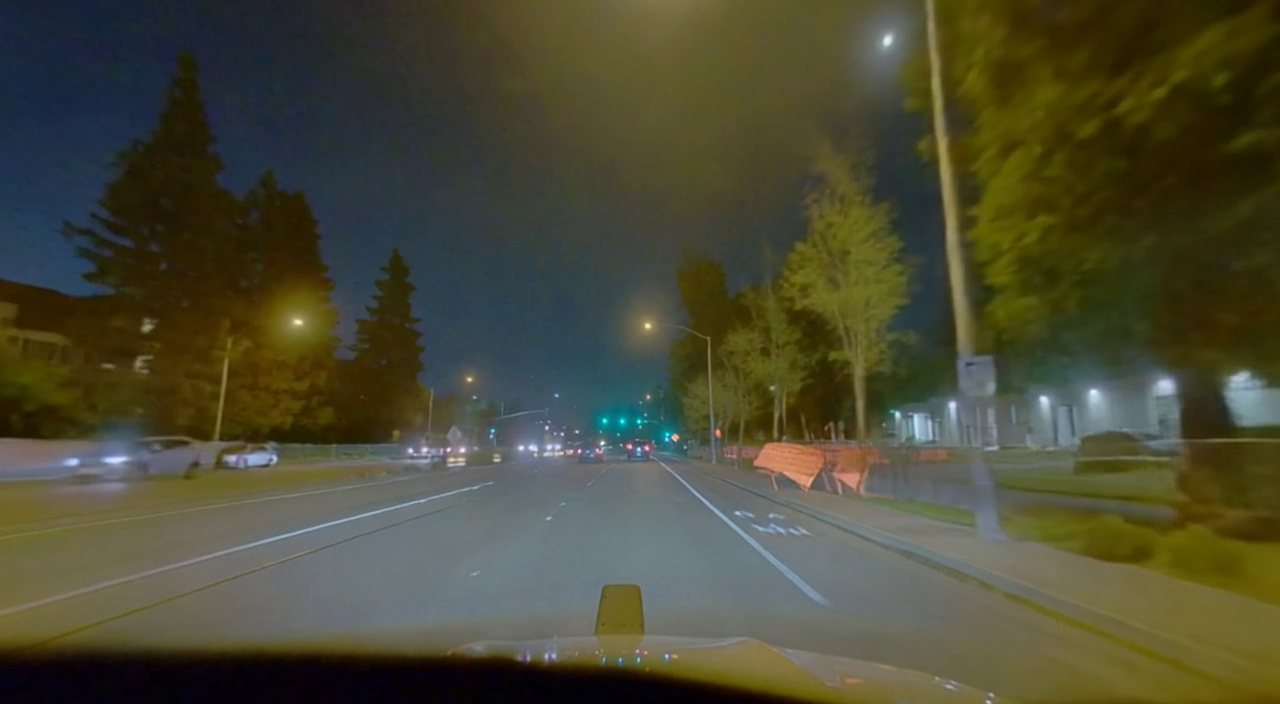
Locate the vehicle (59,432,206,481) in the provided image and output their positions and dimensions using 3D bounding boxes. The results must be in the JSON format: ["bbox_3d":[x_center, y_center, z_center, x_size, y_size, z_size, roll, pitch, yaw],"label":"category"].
[{"bbox_3d":[-20.791,4.286,26.152,2.046,1.823,4.753,0,-9,1],"label":"vehicle"}]

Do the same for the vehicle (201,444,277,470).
[{"bbox_3d":[-24.746,6.489,39.058,1.834,1.502,4.346,0,-9,0],"label":"vehicle"}]

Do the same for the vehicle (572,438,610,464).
[{"bbox_3d":[-3.317,6.873,43.689,2.198,1.663,4.519,0,-8,1],"label":"vehicle"}]
